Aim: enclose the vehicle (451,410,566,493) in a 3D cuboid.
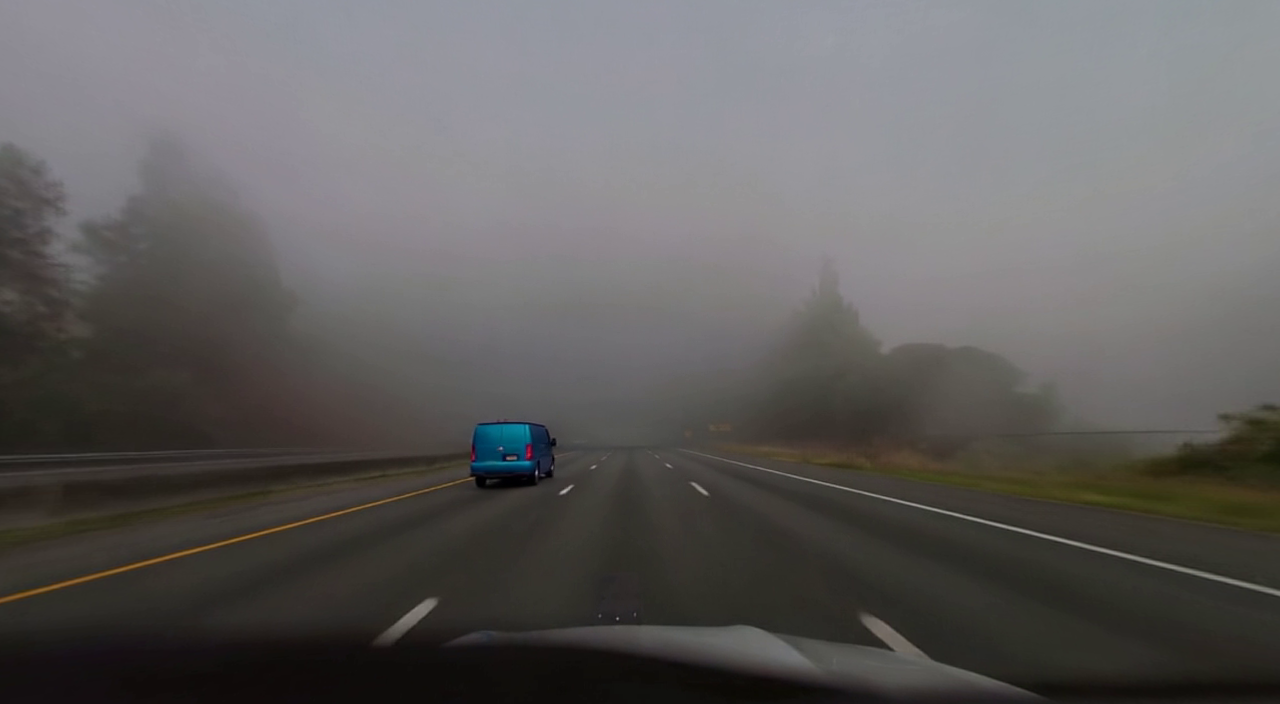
[{"bbox_3d":[-3.514,2.772,17.938,2.297,2.011,4.736,0,-8,-1],"label":"vehicle"}]
